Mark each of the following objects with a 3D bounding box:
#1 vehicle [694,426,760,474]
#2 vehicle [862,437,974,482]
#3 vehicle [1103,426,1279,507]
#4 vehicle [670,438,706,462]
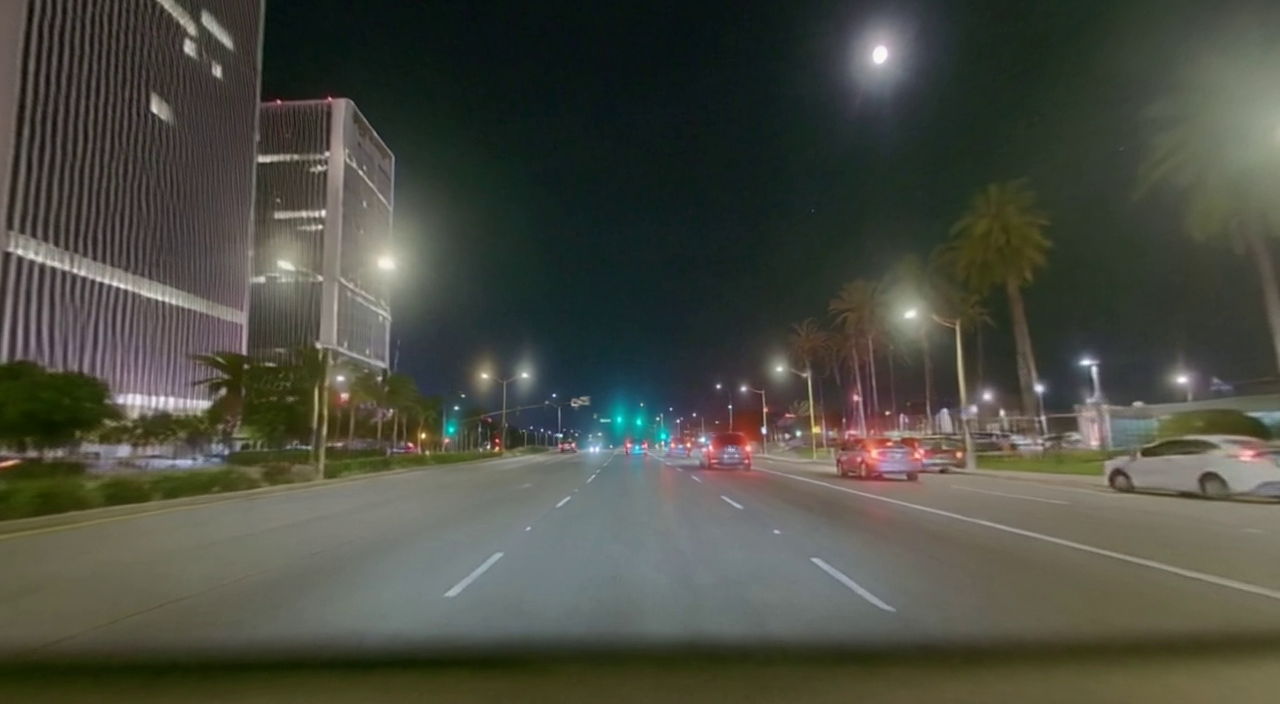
[{"bbox_3d":[3.745,4.331,28.065,2.104,1.910,4.693,0,-9,-2],"label":"vehicle"},{"bbox_3d":[9.991,3.899,23.124,1.871,1.465,4.395,0,-9,-3],"label":"vehicle"},{"bbox_3d":[13.725,2.592,14.608,2.009,1.600,4.960,0,-9,-4],"label":"vehicle"},{"bbox_3d":[3.205,6.684,43.001,2.010,1.509,4.377,0,-9,-2],"label":"vehicle"}]
